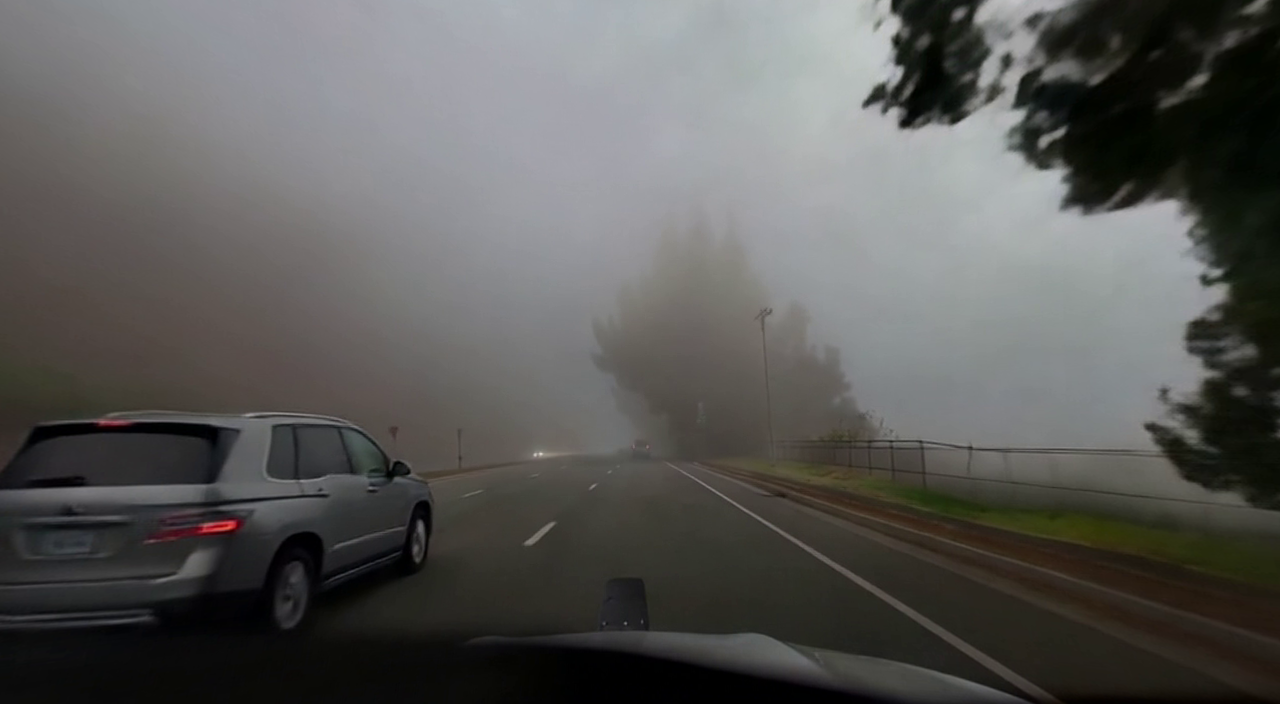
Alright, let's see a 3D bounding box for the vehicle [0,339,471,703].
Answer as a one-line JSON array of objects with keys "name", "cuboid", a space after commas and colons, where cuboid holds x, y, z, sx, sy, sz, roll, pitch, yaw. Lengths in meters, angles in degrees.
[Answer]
[{"name": "vehicle", "cuboid": [-3.168, 1.198, 5.231, 2.160, 1.855, 4.695, 0, -8, 1]}]
